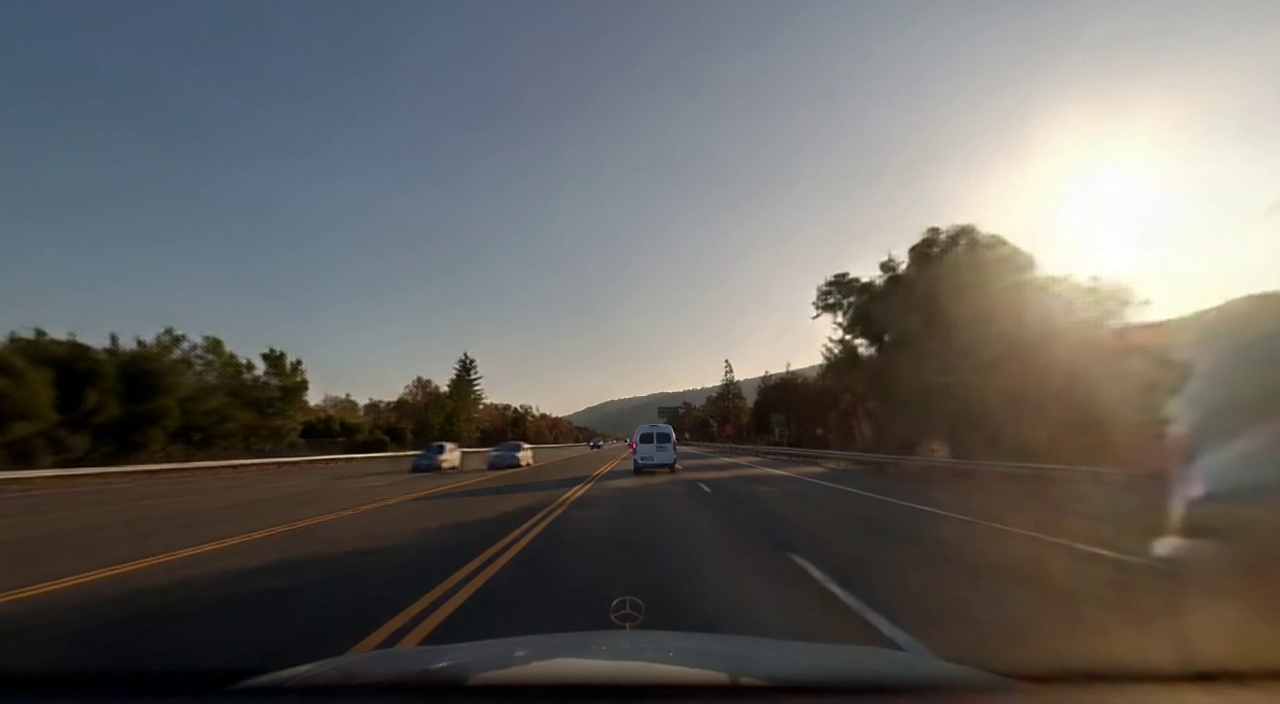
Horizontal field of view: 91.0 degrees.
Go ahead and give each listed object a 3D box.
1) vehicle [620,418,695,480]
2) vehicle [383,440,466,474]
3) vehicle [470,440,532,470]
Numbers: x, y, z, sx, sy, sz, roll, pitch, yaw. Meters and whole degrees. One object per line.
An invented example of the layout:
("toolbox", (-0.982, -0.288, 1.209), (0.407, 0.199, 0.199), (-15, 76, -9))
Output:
("vehicle", (0.625, 3.525, 22.991), (2.469, 2.027, 4.554), (0, -8, 1))
("vehicle", (-10.572, 5.171, 31.299), (2.378, 1.548, 4.641), (0, -8, 2))
("vehicle", (-7.638, 5.709, 35.110), (2.233, 1.535, 4.793), (0, -8, 1))
